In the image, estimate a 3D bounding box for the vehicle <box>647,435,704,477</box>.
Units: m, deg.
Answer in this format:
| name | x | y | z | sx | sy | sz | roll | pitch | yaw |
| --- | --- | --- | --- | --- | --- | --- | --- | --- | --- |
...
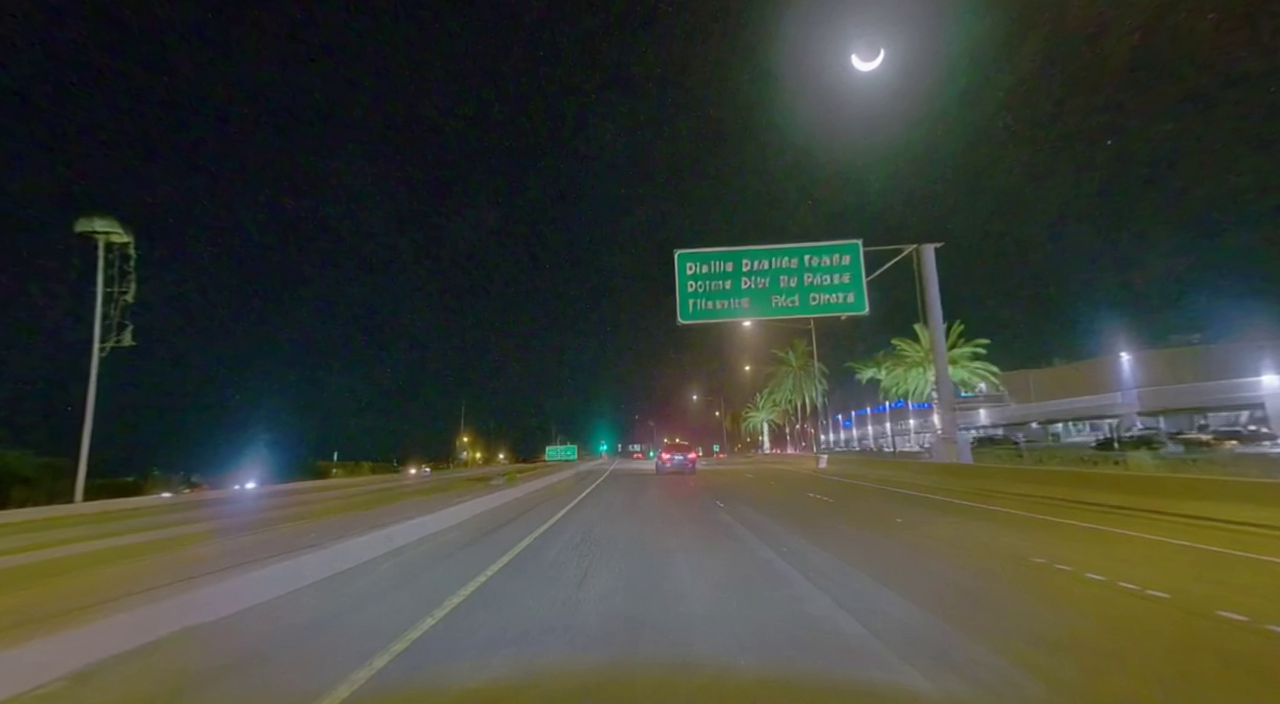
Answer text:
| name | x | y | z | sx | sy | sz | roll | pitch | yaw |
| --- | --- | --- | --- | --- | --- | --- | --- | --- | --- |
| vehicle | 1.494 | 4.669 | 28.328 | 2.089 | 1.718 | 4.193 | 0 | -9 | -3 |
